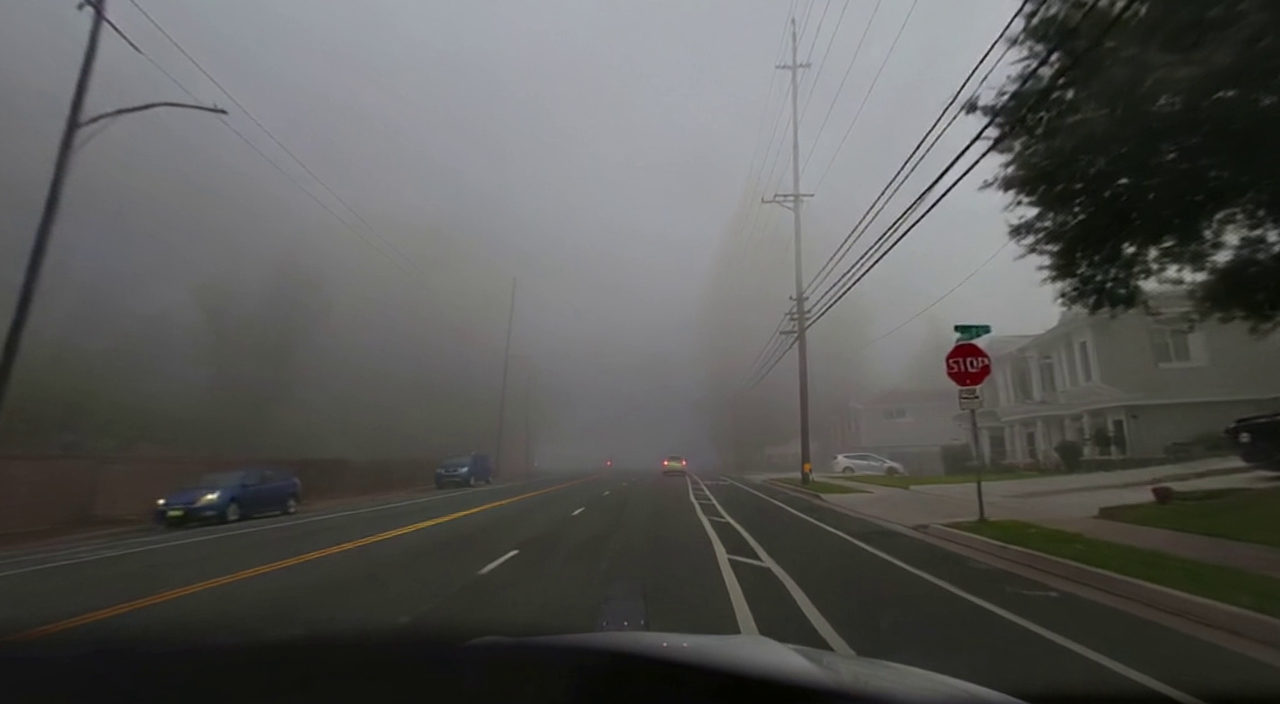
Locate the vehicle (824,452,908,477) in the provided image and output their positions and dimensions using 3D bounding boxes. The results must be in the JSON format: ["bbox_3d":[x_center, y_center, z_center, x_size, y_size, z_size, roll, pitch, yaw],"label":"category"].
[{"bbox_3d":[14.491,7.237,40.597,4.648,1.511,1.919,0,-8,1],"label":"vehicle"}]

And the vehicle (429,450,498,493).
[{"bbox_3d":[-9.400,6.370,34.122,1.998,2.047,5.167,-1,-8,3],"label":"vehicle"}]

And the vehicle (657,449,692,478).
[{"bbox_3d":[2.468,7.930,45.199,2.284,1.741,4.702,2,-8,4],"label":"vehicle"}]

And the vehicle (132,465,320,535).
[{"bbox_3d":[-10.792,3.861,16.949,1.965,1.455,4.472,0,-8,1],"label":"vehicle"}]
